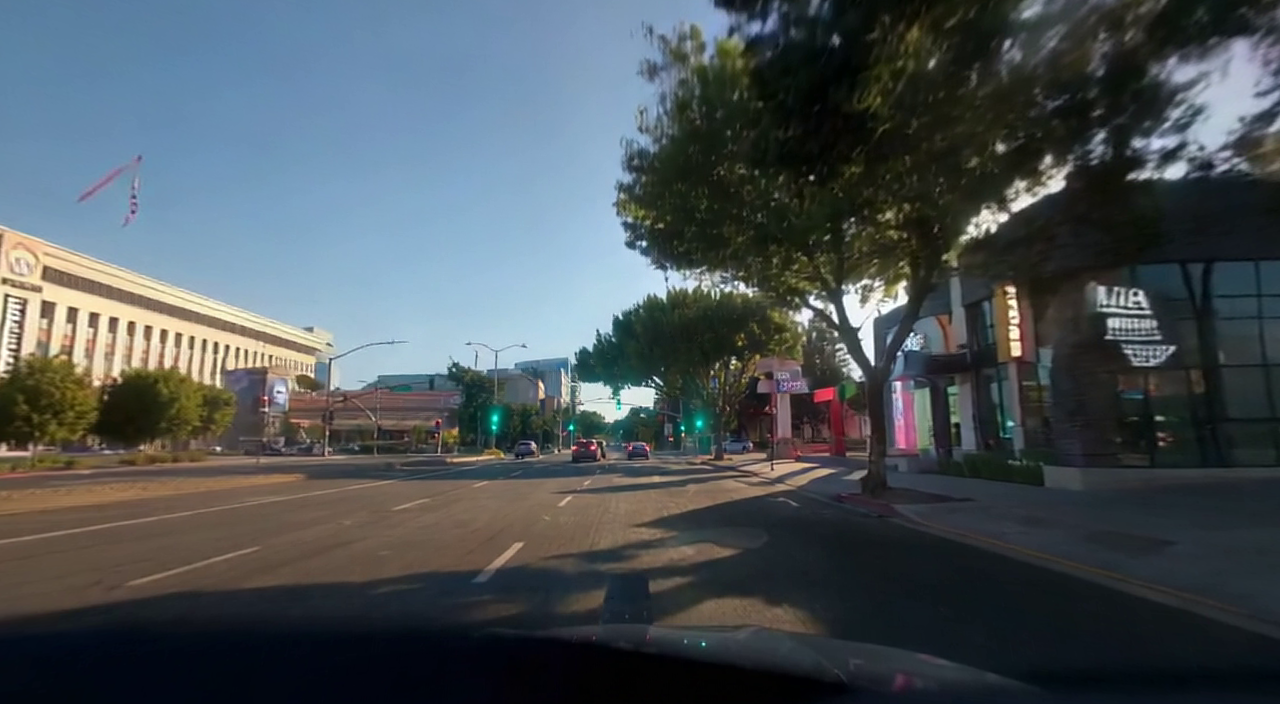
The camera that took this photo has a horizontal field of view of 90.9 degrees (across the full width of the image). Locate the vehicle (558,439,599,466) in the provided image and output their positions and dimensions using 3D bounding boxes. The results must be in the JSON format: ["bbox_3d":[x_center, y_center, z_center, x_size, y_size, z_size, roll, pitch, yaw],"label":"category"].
[{"bbox_3d":[-3.637,6.045,37.966,2.029,1.517,4.375,0,-9,0],"label":"vehicle"}]
